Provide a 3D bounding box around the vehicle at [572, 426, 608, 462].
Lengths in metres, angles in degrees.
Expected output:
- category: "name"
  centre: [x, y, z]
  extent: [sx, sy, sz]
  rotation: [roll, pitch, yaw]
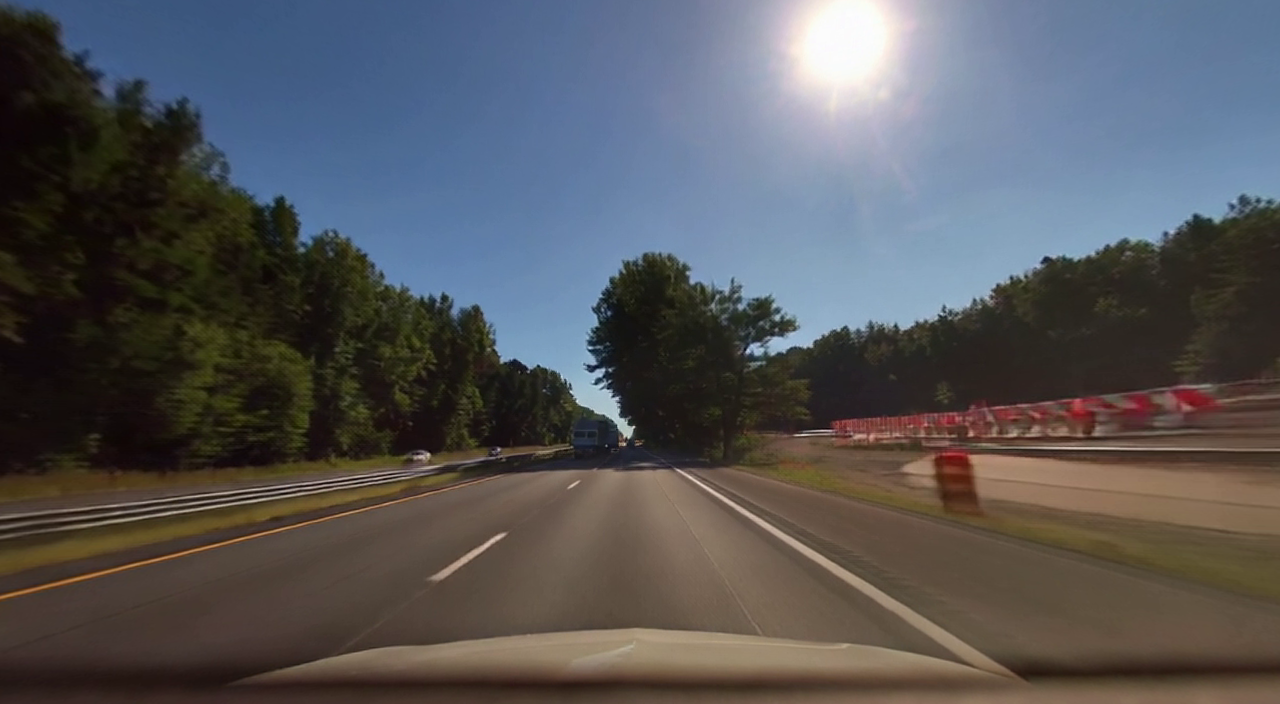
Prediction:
- category: "vehicle"
  centre: [-3.846, 7.200, 49.361]
  extent: [2.484, 2.625, 5.907]
  rotation: [0, -8, -1]
